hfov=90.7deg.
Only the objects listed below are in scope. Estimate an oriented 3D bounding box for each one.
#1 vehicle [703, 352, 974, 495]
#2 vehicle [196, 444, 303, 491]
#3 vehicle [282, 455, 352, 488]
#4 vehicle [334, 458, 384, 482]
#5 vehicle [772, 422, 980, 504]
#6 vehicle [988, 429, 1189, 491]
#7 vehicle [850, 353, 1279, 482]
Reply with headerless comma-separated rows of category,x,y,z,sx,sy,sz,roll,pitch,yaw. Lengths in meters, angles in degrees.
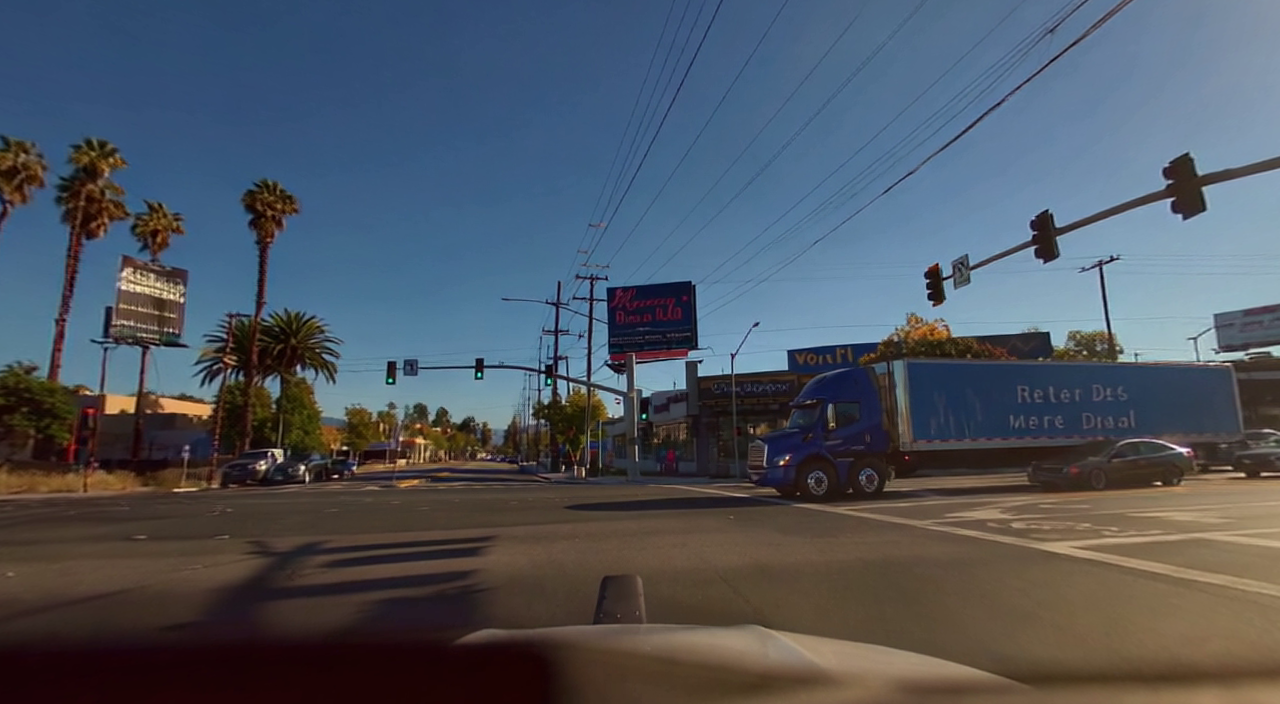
vehicle,6.551,2.465,21.596,8.167,4.352,3.029,1,-9,-11
vehicle,-23.560,6.957,38.657,2.989,2.573,6.053,0,-9,-5
vehicle,-19.117,7.035,37.712,2.028,1.744,4.876,1,-9,-6
vehicle,-20.259,8.518,45.880,1.834,1.521,4.970,1,-9,-6
vehicle,6.745,3.198,18.354,5.079,1.893,2.200,-2,-10,-12
vehicle,13.715,3.301,19.481,4.958,1.510,1.949,-2,-10,-10
vehicle,16.504,2.508,23.624,17.071,4.151,2.876,1,-9,-12
